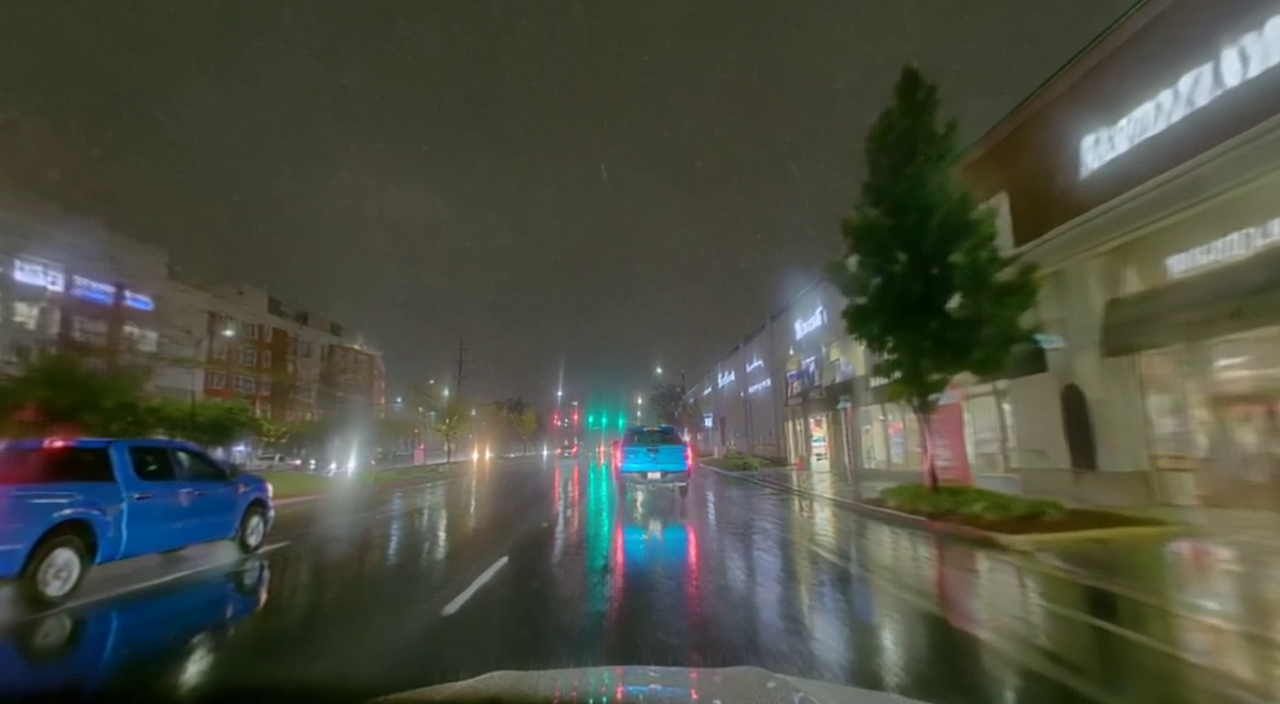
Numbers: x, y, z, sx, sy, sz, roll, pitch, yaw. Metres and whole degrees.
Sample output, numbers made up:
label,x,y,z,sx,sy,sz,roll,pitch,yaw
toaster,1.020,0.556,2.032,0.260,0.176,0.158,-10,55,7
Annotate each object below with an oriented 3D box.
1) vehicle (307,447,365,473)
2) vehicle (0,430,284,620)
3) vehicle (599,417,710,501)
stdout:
label,x,y,z,sx,sy,sz,roll,pitch,yaw
vehicle,-22.122,7.838,46.159,1.978,1.730,4.330,-1,-8,1
vehicle,-5.827,1.549,6.374,1.888,1.424,4.553,0,-8,-1
vehicle,0.213,2.914,17.670,2.590,1.932,5.776,0,-8,-3
